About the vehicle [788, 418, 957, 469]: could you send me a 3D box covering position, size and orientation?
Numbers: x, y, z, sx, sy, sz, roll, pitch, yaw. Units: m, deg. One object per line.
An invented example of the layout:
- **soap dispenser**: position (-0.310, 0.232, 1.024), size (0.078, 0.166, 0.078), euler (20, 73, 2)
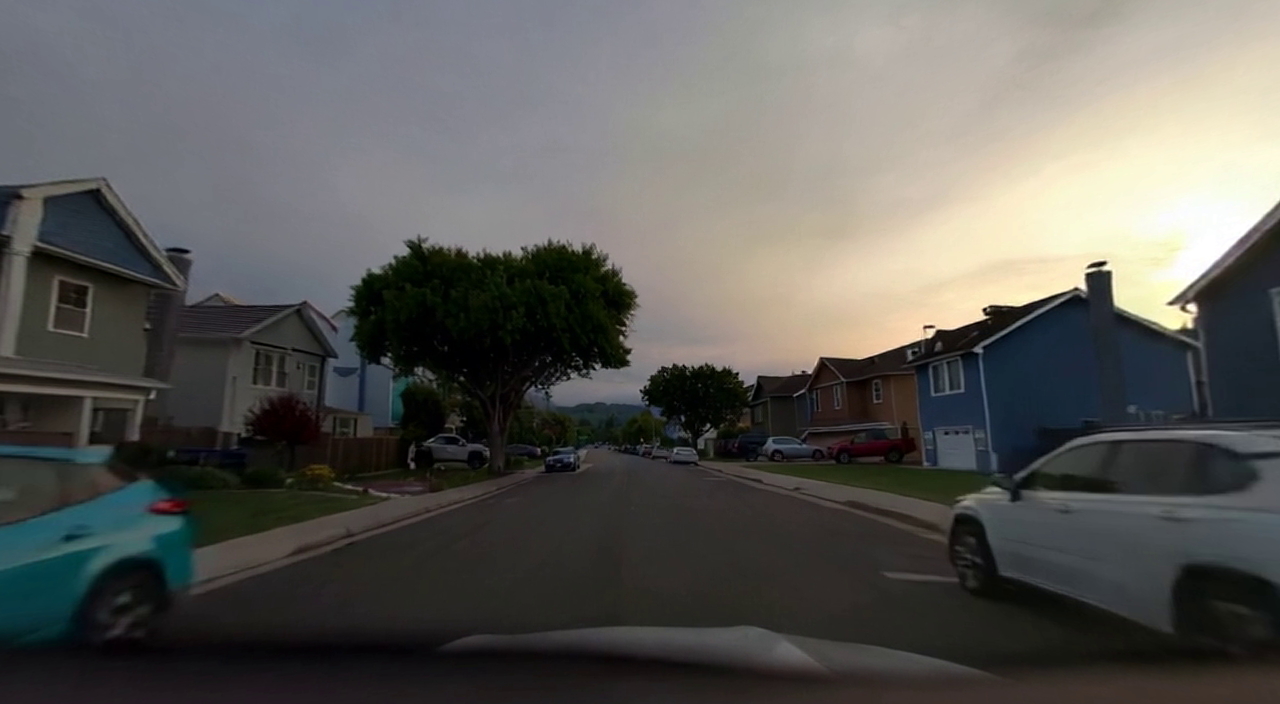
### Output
- **vehicle**: position (9.089, 3.634, 24.980), size (5.799, 1.927, 2.214), euler (0, -8, -1)

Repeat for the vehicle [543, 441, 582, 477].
- **vehicle**: position (-4.885, 6.755, 40.164), size (2.230, 1.782, 4.628), euler (0, -4, -4)

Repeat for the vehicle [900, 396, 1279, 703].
- **vehicle**: position (3.729, 1.193, 4.252), size (2.077, 1.512, 4.513), euler (0, -9, 1)

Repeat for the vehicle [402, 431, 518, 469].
- **vehicle**: position (-9.938, 5.461, 35.190), size (5.843, 1.985, 2.294), euler (1, -9, -6)

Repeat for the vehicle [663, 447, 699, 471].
- **vehicle**: position (2.707, 7.162, 42.321), size (1.869, 1.458, 4.324), euler (0, -9, -3)

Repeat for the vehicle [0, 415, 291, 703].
- **vehicle**: position (-3.842, 1.018, 2.749), size (2.089, 1.508, 4.537), euler (2, -7, -1)
